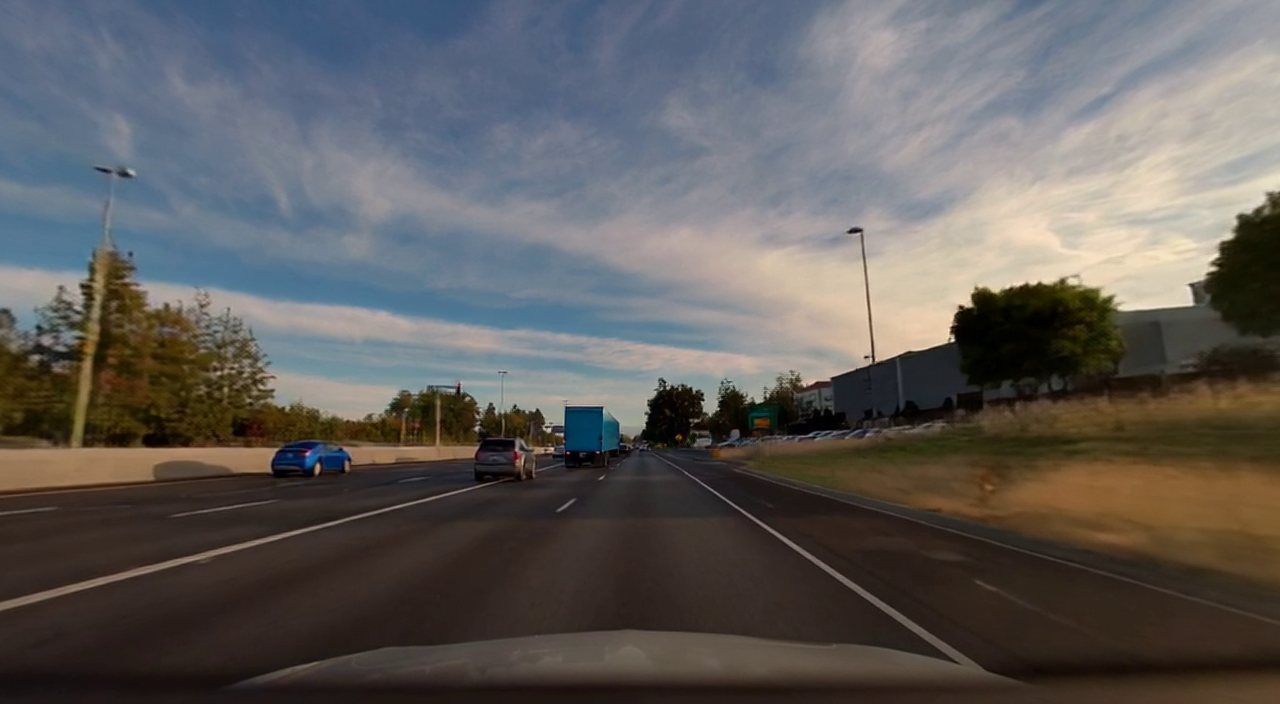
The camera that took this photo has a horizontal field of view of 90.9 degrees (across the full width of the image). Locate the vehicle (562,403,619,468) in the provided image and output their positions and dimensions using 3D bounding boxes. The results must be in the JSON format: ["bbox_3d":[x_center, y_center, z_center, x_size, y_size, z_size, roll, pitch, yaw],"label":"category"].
[{"bbox_3d":[-3.292,6.125,45.657,2.905,4.037,12.921,0,-8,1],"label":"vehicle"}]

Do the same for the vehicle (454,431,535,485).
[{"bbox_3d":[-5.404,3.986,24.032,2.058,1.840,4.443,0,-8,-1],"label":"vehicle"}]

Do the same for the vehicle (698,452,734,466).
[{"bbox_3d":[5.795,8.220,48.645,2.295,0.969,3.132,0,-8,-2],"label":"vehicle"}]

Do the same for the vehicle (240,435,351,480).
[{"bbox_3d":[-14.173,4.365,26.298,1.997,1.695,4.492,0,-8,1],"label":"vehicle"}]
